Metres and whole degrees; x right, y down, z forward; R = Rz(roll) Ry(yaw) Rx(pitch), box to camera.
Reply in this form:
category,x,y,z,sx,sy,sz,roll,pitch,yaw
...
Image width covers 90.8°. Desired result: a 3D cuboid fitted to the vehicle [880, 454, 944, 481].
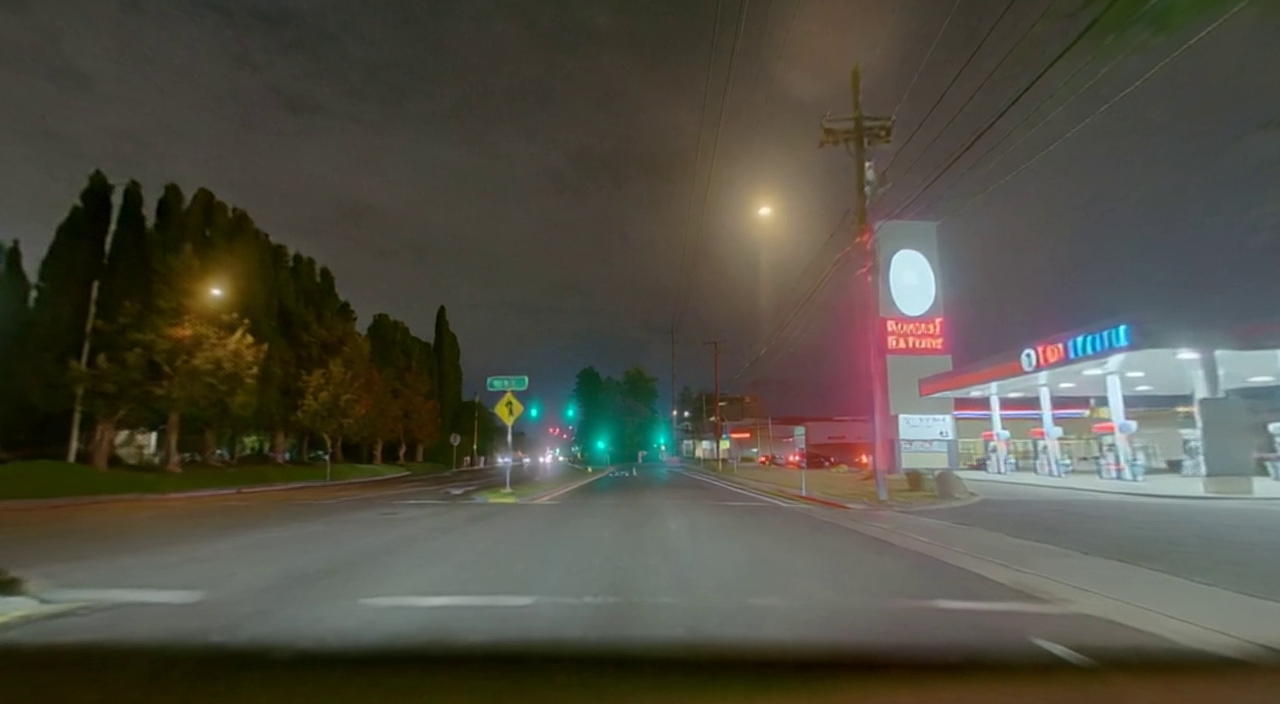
category,x,y,z,sx,sy,sz,roll,pitch,yaw
vehicle,20.564,8.696,47.656,4.694,1.845,2.086,6,-10,-33

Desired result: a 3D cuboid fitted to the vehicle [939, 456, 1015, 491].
category,x,y,z,sx,sy,sz,roll,pitch,yaw
vehicle,18.581,6.674,35.073,2.041,1.674,4.301,2,-9,3

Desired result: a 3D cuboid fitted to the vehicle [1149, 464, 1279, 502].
category,x,y,z,sx,sy,sz,roll,pitch,yaw
vehicle,25.901,5.881,28.683,2.113,1.461,3.997,0,-9,-1

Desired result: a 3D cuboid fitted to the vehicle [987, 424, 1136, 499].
category,x,y,z,sx,sy,sz,roll,pitch,yaw
vehicle,18.357,4.769,28.040,2.642,2.930,5.826,0,-9,2
